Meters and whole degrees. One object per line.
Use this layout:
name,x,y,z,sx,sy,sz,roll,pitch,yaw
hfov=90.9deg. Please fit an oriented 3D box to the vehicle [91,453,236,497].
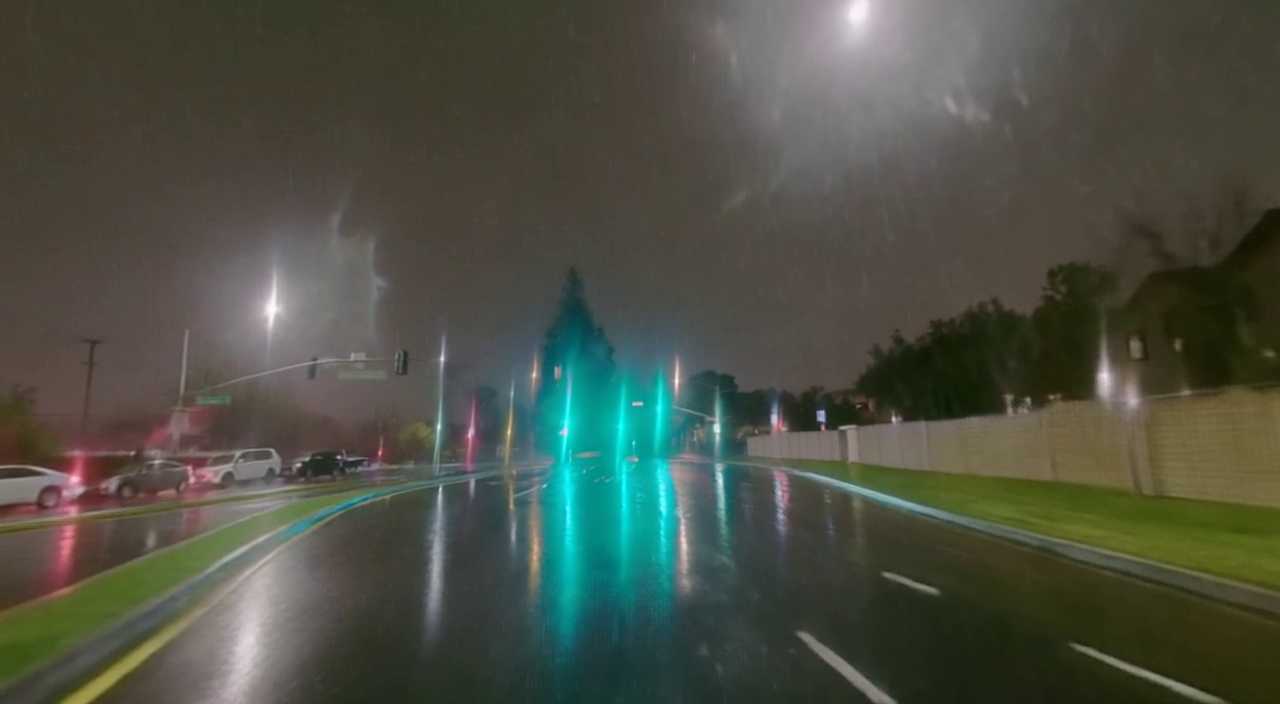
vehicle,-19.402,4.991,26.018,1.883,1.506,4.863,0,-8,5

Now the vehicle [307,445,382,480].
vehicle,-18.224,6.812,39.112,2.050,1.697,4.838,-4,-6,5

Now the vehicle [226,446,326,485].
vehicle,-18.974,5.879,33.146,2.148,1.856,4.632,-1,-8,5
